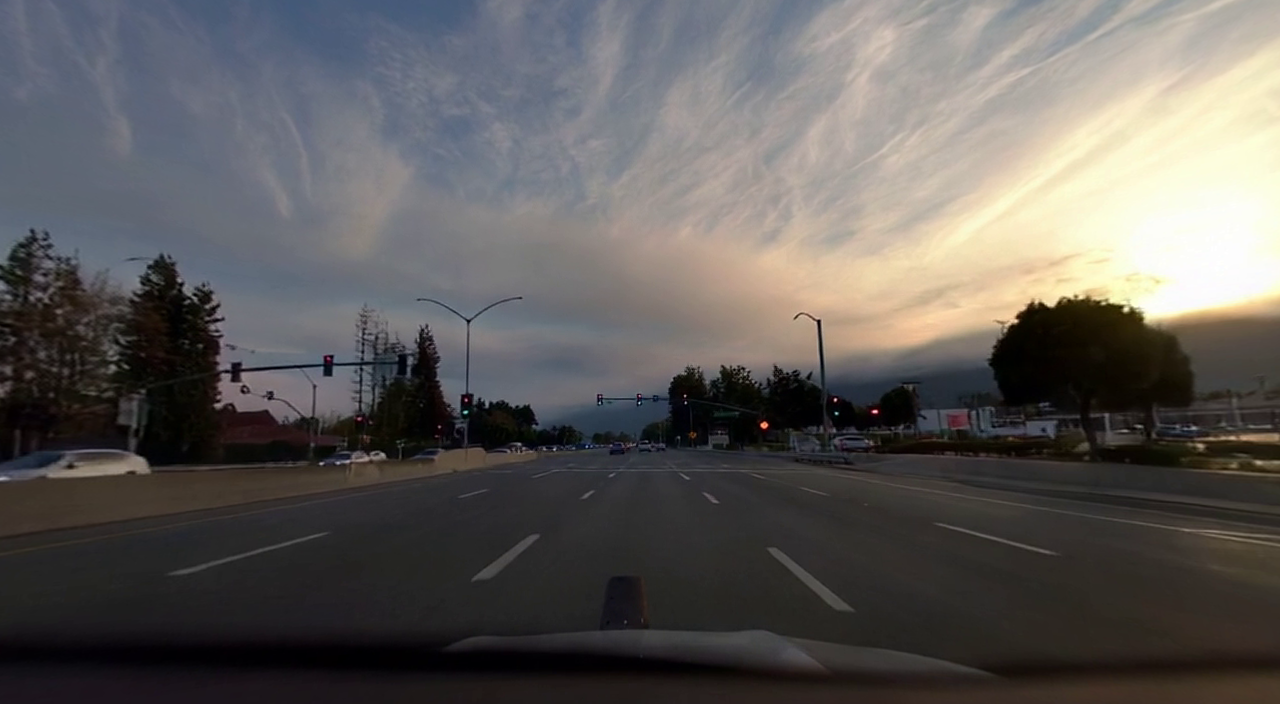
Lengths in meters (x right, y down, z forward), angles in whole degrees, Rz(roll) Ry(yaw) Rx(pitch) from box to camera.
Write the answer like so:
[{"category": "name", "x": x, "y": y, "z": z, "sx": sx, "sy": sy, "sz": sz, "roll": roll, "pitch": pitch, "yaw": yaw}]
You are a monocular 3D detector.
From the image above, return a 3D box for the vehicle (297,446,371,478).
[{"category": "vehicle", "x": -18.457, "y": 6.651, "z": 38.350, "sx": 2.034, "sy": 1.783, "sz": 4.875, "roll": 0, "pitch": -8, "yaw": 0}]

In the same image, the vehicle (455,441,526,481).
[{"category": "vehicle", "x": -6.121, "y": 4.488, "z": 26.288, "sx": 1.843, "sy": 1.528, "sz": 4.121, "roll": 0, "pitch": -8, "yaw": 2}]

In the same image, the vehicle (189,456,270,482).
[{"category": "vehicle", "x": -26.184, "y": 7.463, "z": 40.402, "sx": 1.899, "sy": 1.487, "sz": 4.734, "roll": 0, "pitch": -8, "yaw": 2}]

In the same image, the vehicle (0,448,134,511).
[{"category": "vehicle", "x": -18.139, "y": 3.756, "z": 19.092, "sx": 1.926, "sy": 1.659, "sz": 4.426, "roll": 0, "pitch": -8, "yaw": -1}]
